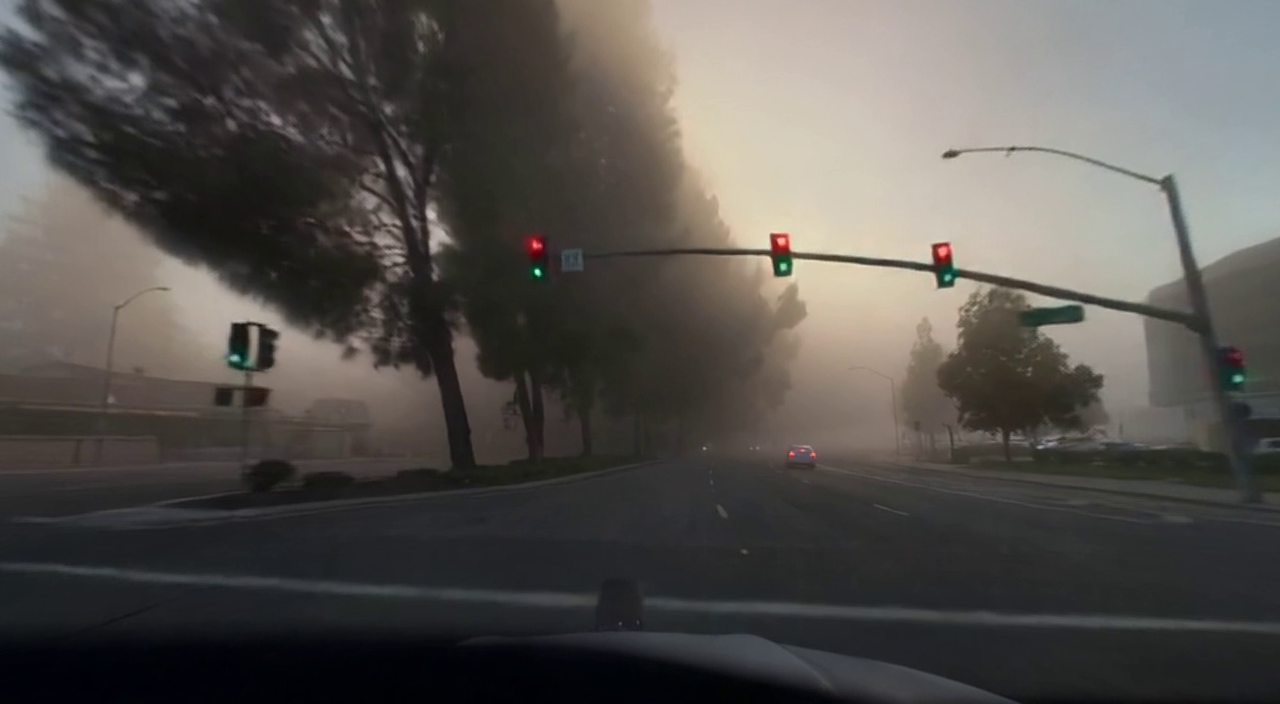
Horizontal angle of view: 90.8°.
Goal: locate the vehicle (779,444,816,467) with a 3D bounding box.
[{"bbox_3d":[10.798,7.124,43.555,1.988,1.460,3.996,-1,-9,8],"label":"vehicle"}]
